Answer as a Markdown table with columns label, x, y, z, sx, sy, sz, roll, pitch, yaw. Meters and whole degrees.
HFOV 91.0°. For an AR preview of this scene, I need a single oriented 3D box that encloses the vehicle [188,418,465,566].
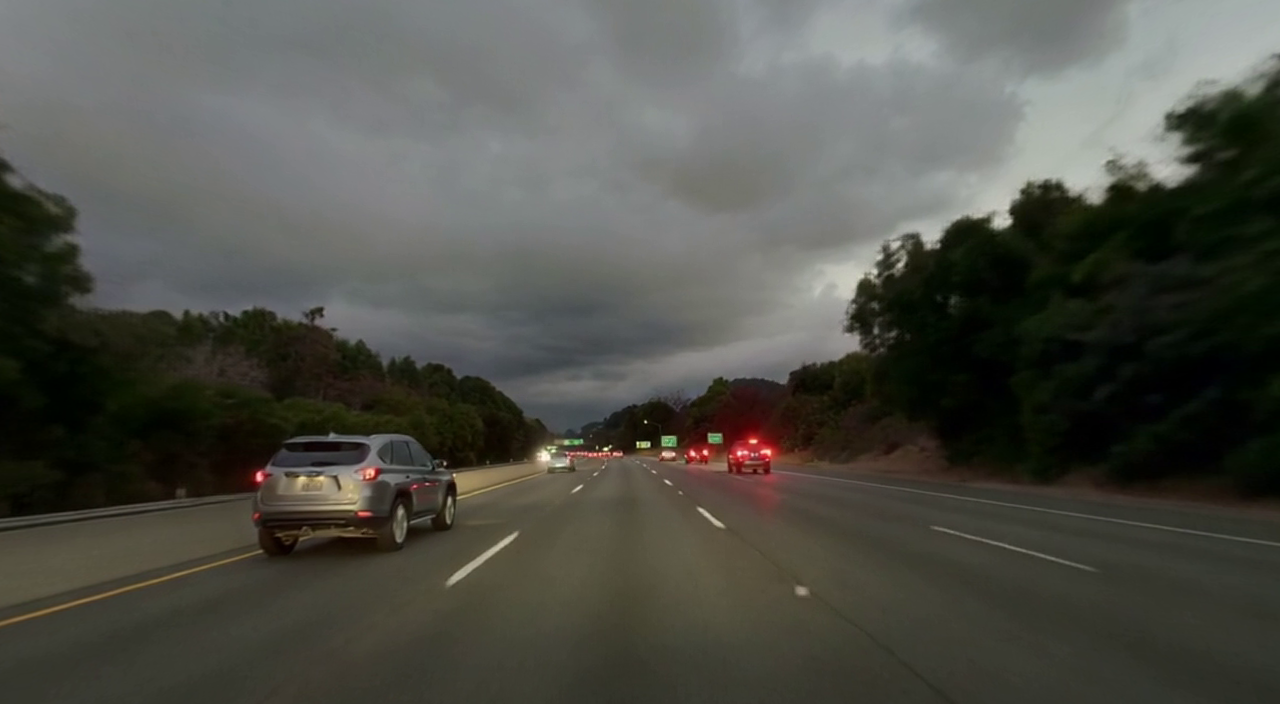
| label | x | y | z | sx | sy | sz | roll | pitch | yaw |
| --- | --- | --- | --- | --- | --- | --- | --- | --- | --- |
| vehicle | -4.342 | 2.007 | 9.725 | 2.079 | 1.745 | 4.281 | 0 | -9 | -1 |

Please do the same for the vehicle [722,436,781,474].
| label | x | y | z | sx | sy | sz | roll | pitch | yaw |
| --- | --- | --- | --- | --- | --- | --- | --- | --- | --- |
| vehicle | 6.522 | 6.101 | 37.583 | 2.378 | 2.096 | 5.119 | 0 | -9 | -2 |

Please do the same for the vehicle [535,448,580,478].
| label | x | y | z | sx | sy | sz | roll | pitch | yaw |
| --- | --- | --- | --- | --- | --- | --- | --- | --- | --- |
| vehicle | -4.450 | 6.067 | 34.654 | 2.009 | 1.488 | 4.289 | 0 | -9 | -1 |
